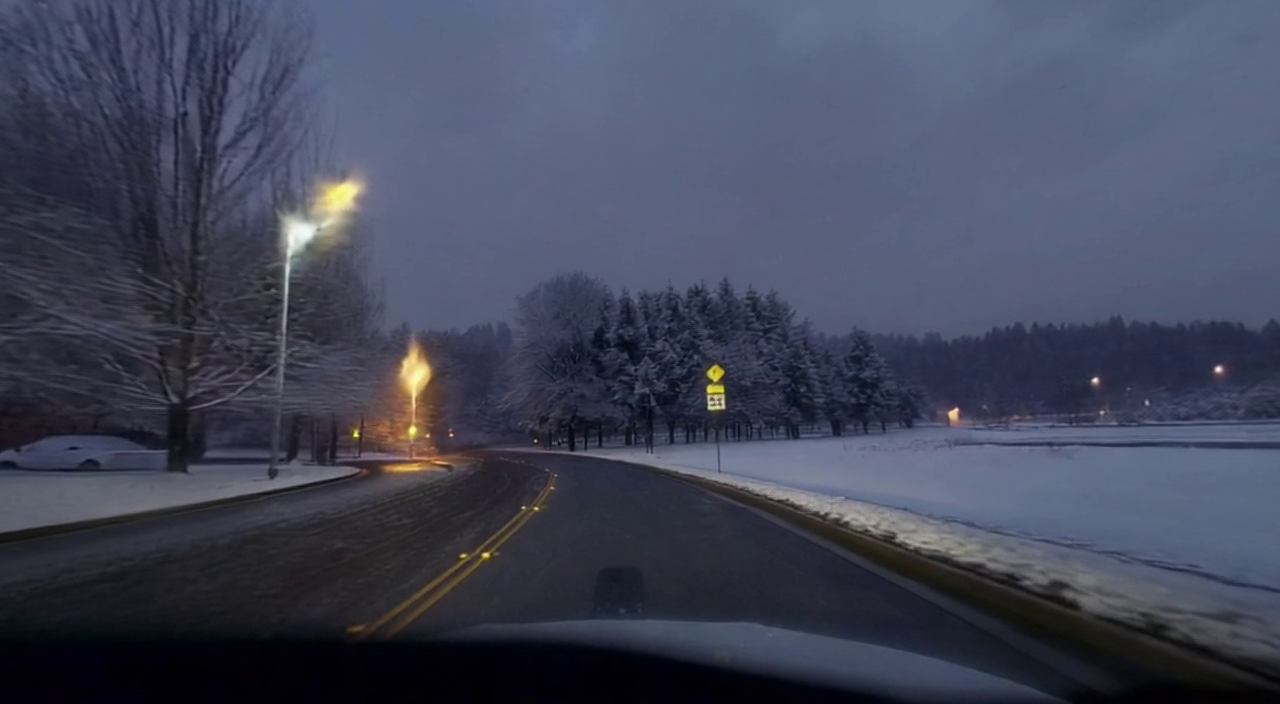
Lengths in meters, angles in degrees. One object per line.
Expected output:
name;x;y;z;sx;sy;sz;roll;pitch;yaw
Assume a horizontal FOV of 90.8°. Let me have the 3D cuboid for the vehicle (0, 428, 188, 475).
vehicle;-21.889;3.974;25.314;5.613;1.775;2.357;0;-9;-5
